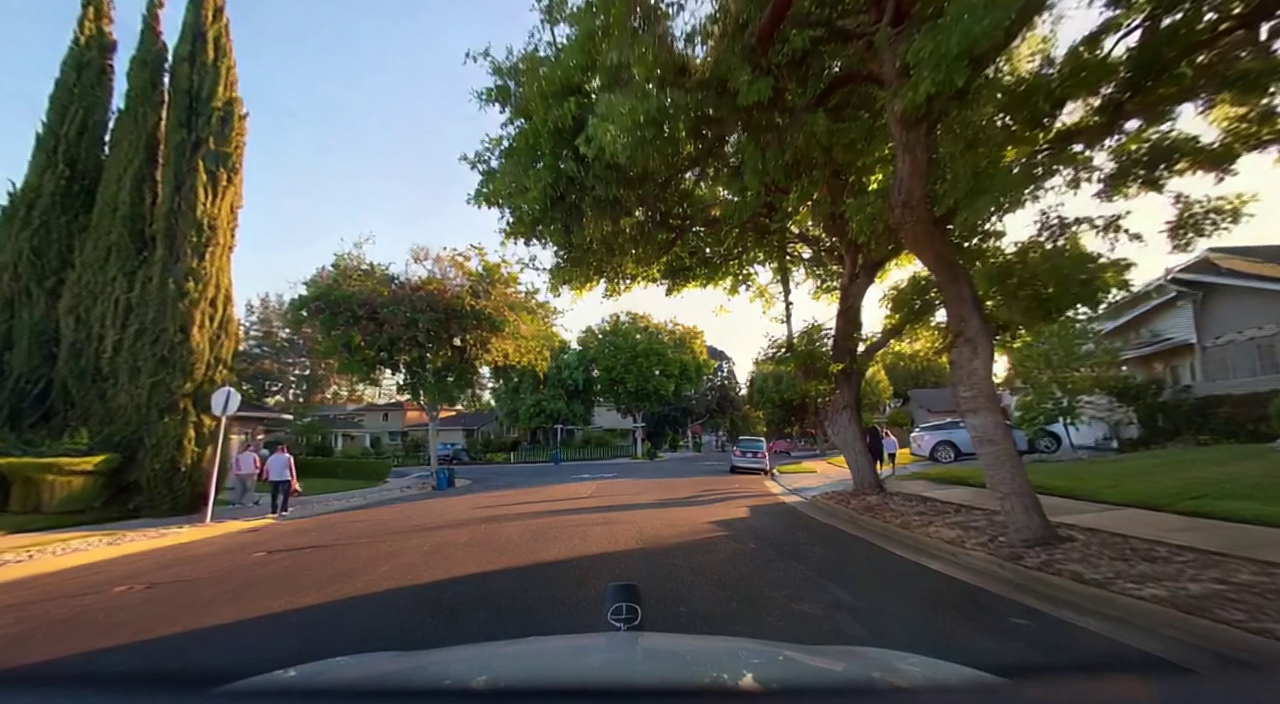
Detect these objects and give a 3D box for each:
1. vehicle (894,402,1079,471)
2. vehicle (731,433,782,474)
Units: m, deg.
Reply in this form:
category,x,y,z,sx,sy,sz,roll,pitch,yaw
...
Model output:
category,x,y,z,sx,sy,sz,roll,pitch,yaw
vehicle,11.450,2.854,21.213,4.780,1.765,2.103,-6,-9,3
vehicle,5.562,4.778,29.868,2.053,1.737,4.375,-2,-9,14
